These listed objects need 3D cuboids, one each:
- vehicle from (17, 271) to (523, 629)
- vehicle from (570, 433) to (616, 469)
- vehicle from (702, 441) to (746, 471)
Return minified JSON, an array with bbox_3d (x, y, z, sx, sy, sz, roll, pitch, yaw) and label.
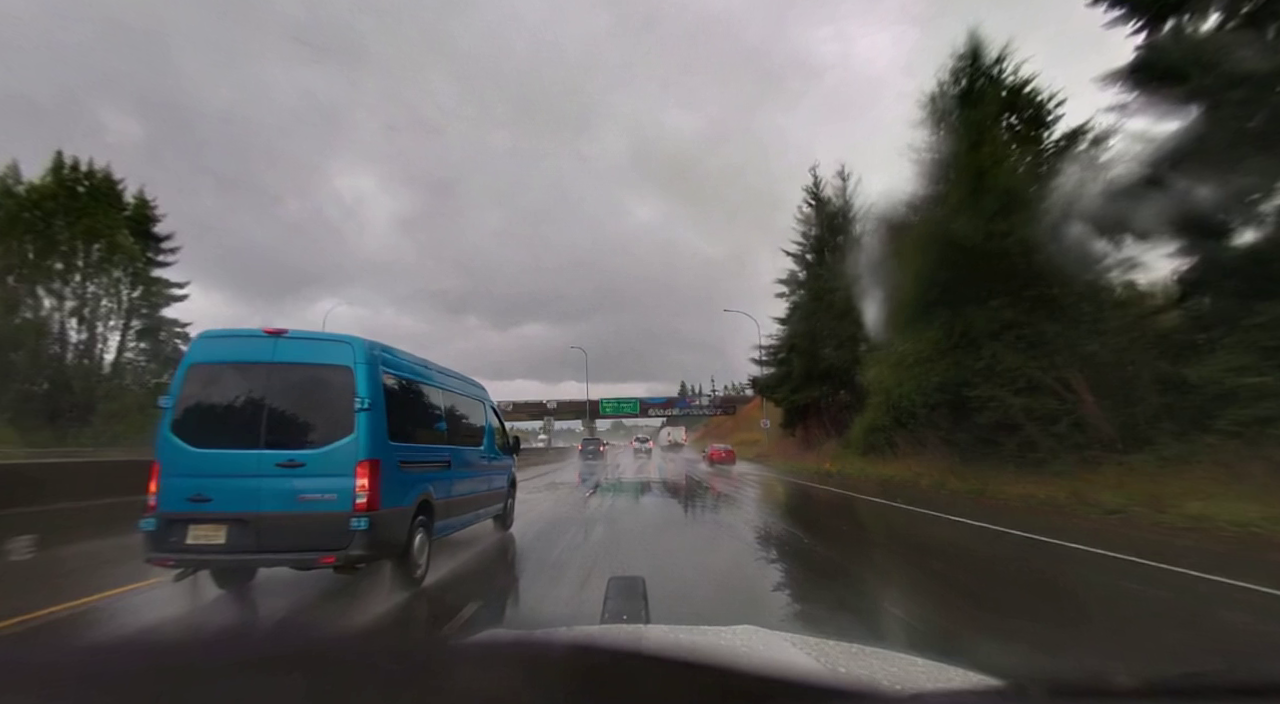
[{"bbox_3d":[-3.206,1.127,7.585,2.451,2.627,5.868,0,-9,0],"label":"vehicle"},{"bbox_3d":[-2.772,6.090,38.631,2.334,2.051,4.900,0,-9,1],"label":"vehicle"},{"bbox_3d":[4.916,6.149,37.360,1.936,1.664,4.198,0,-9,-1],"label":"vehicle"}]
